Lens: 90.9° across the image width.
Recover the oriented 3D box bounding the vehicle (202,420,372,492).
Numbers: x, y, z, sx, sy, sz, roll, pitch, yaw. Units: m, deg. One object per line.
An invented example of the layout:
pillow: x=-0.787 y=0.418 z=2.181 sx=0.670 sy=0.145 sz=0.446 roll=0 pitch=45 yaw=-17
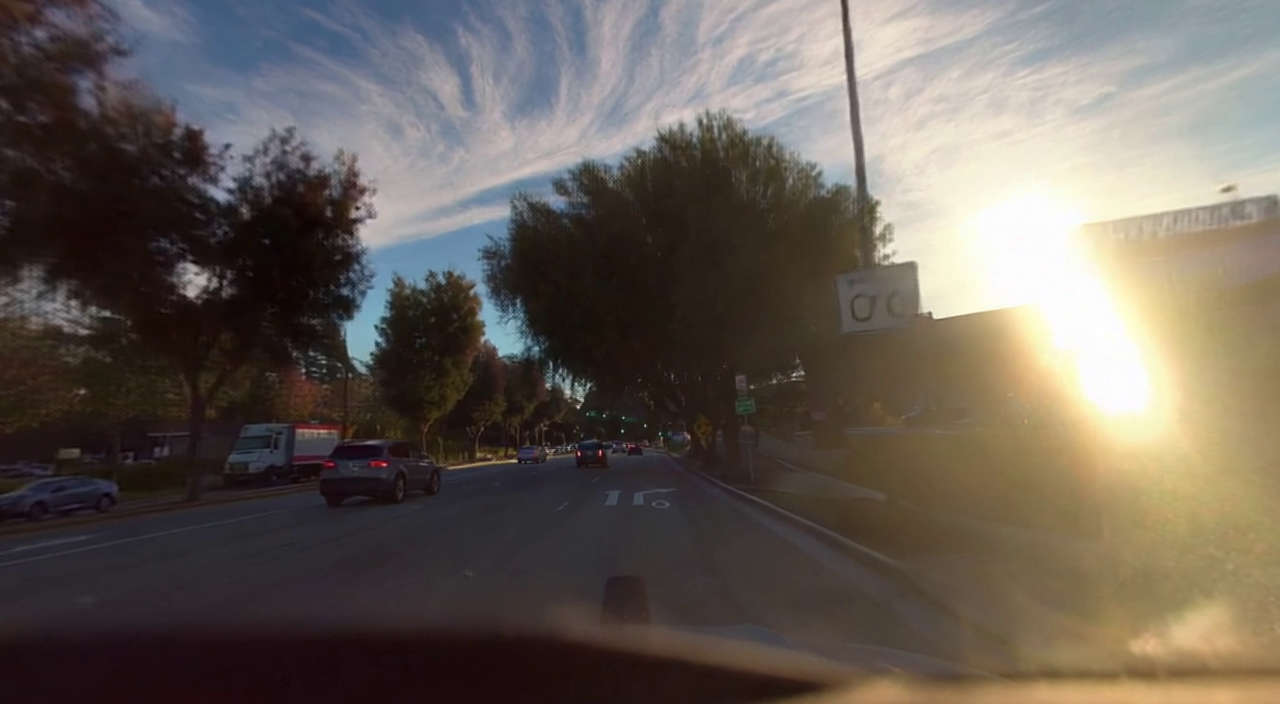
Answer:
vehicle: x=-21.815 y=6.548 z=40.789 sx=3.033 sy=3.777 sz=14.652 roll=0 pitch=-8 yaw=-2

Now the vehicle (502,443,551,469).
vehicle: x=-6.805 y=6.289 z=38.329 sx=2.072 sy=1.427 sz=4.328 roll=0 pitch=-9 yaw=1

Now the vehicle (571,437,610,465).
vehicle: x=-3.082 y=6.331 z=40.286 sx=2.100 sy=1.661 sz=3.837 roll=0 pitch=-9 yaw=1

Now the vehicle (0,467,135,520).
vehicle: x=-22.094 y=5.361 z=24.055 sx=1.900 sy=1.467 sz=4.655 roll=-6 pitch=-8 yaw=-1

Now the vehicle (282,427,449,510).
vehicle: x=-6.853 y=2.956 z=16.517 sx=2.137 sy=1.835 sz=4.844 roll=0 pitch=-9 yaw=1
